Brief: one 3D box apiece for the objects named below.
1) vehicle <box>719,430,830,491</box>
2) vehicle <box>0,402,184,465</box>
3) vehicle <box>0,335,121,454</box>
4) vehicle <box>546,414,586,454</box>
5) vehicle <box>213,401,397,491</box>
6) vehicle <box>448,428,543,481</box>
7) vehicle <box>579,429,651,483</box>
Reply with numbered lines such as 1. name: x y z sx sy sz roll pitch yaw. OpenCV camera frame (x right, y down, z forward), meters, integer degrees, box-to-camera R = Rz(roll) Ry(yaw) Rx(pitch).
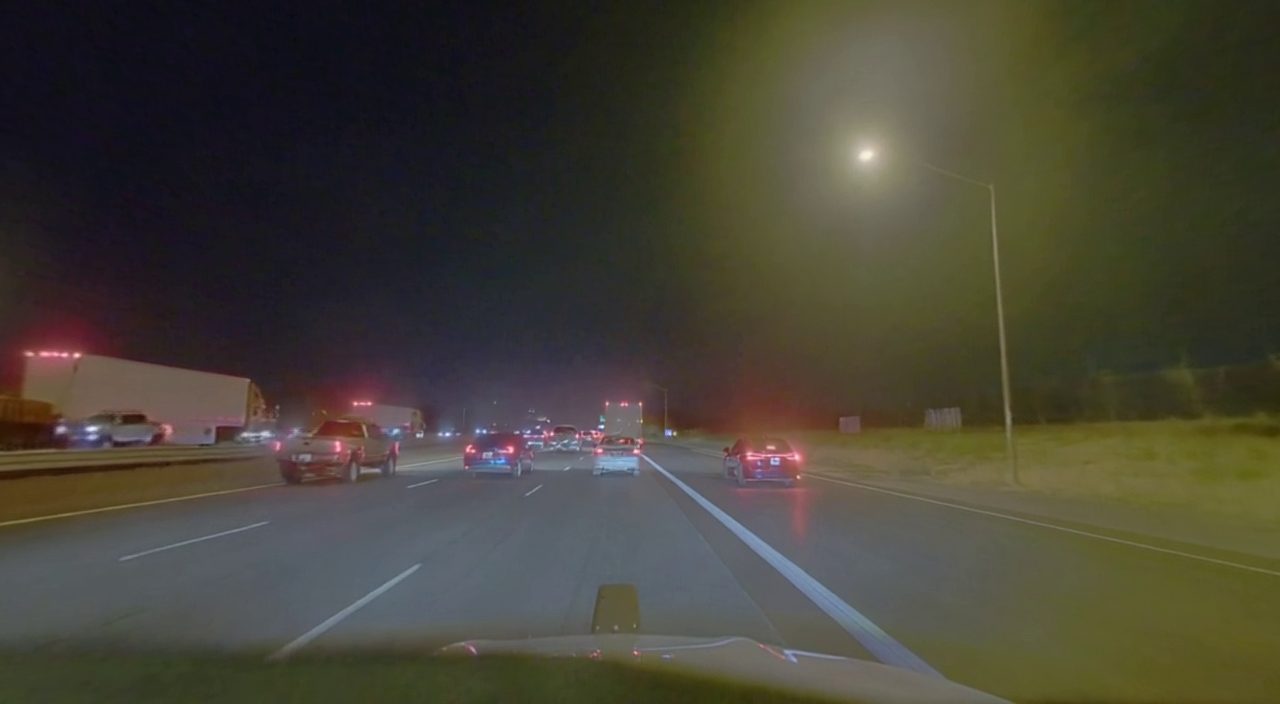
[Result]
1. vehicle: 3.594 2.975 17.734 1.981 1.474 4.396 0 -8 -3
2. vehicle: -15.238 2.290 17.587 1.831 1.512 4.273 0 -8 -2
3. vehicle: -22.980 1.690 23.144 2.975 3.953 5.356 1 -8 -2
4. vehicle: -5.101 5.758 44.108 2.303 2.610 6.579 0 -8 -3
5. vehicle: -8.192 2.361 16.036 2.158 1.943 4.662 0 -8 -1
6. vehicle: -4.473 3.228 20.205 2.046 1.493 4.384 0 -8 0
7. vehicle: -0.735 3.134 19.296 1.980 1.478 3.758 0 -8 -1
